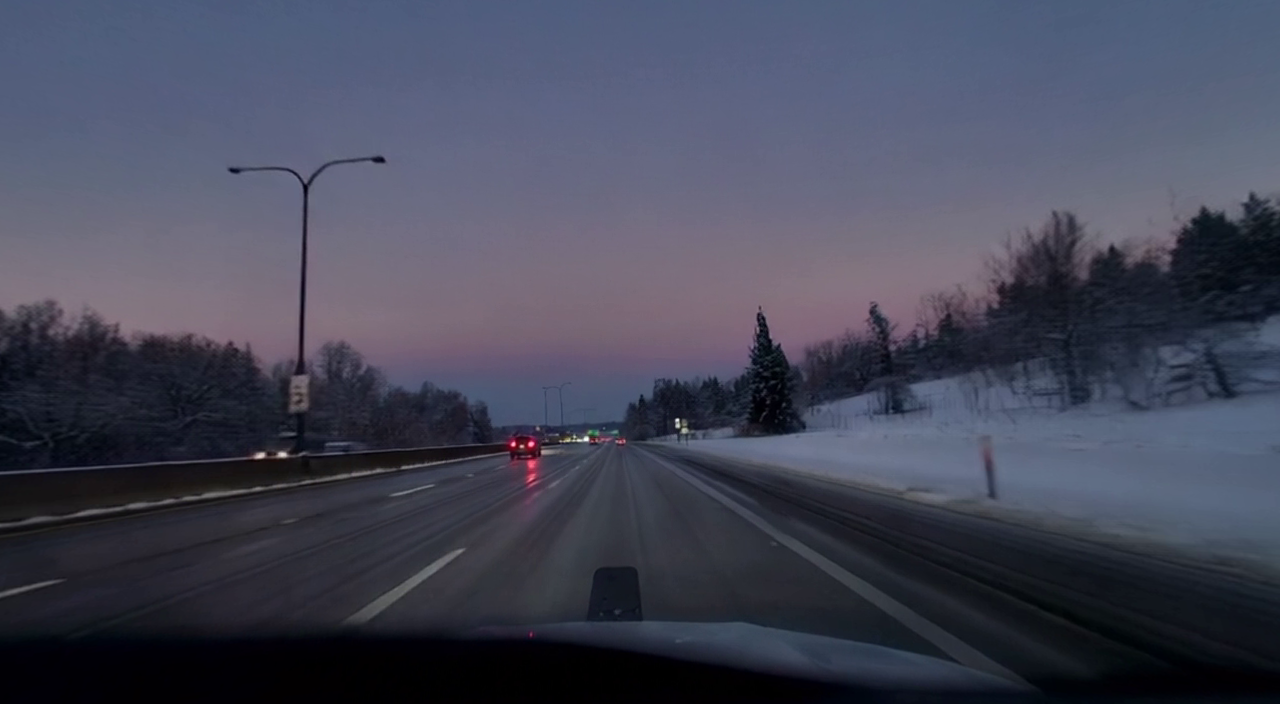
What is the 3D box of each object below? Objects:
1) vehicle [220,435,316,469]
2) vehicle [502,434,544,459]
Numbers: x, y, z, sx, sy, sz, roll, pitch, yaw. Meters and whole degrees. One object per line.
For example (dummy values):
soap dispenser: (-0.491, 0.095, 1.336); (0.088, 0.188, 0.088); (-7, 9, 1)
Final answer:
vehicle: (-19.992, 5.359, 34.121); (2.082, 1.681, 5.193); (0, -8, -1)
vehicle: (-7.355, 5.947, 39.738); (1.988, 1.505, 4.044); (0, -8, -2)
